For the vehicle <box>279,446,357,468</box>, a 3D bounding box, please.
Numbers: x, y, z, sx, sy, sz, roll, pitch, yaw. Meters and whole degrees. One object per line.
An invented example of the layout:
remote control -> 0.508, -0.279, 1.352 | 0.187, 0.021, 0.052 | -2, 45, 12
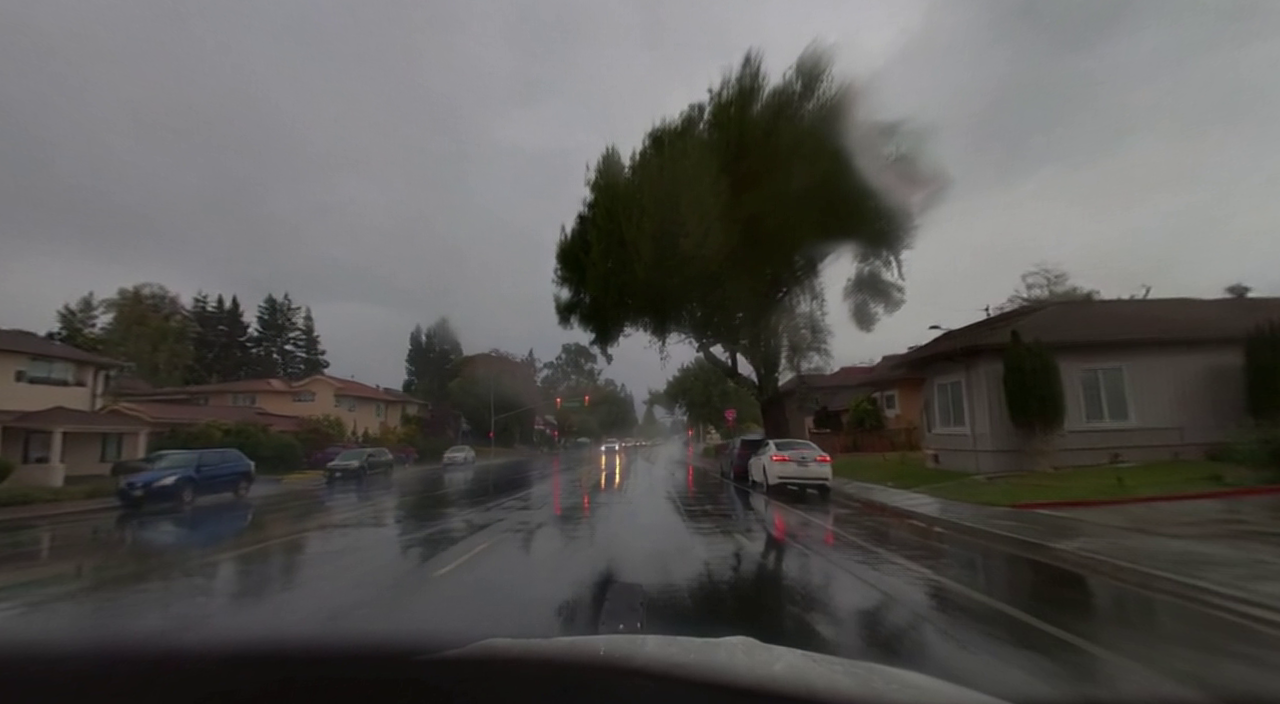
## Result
vehicle -> -22.266, 7.255, 43.783 | 4.397, 1.423, 1.789 | -1, -8, 2

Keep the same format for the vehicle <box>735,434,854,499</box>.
vehicle -> 3.913, 2.983, 16.922 | 1.956, 1.468, 4.524 | 0, -8, -1

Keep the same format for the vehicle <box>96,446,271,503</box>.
vehicle -> -14.141, 3.782, 20.053 | 1.923, 1.535, 4.862 | 0, -8, 0
